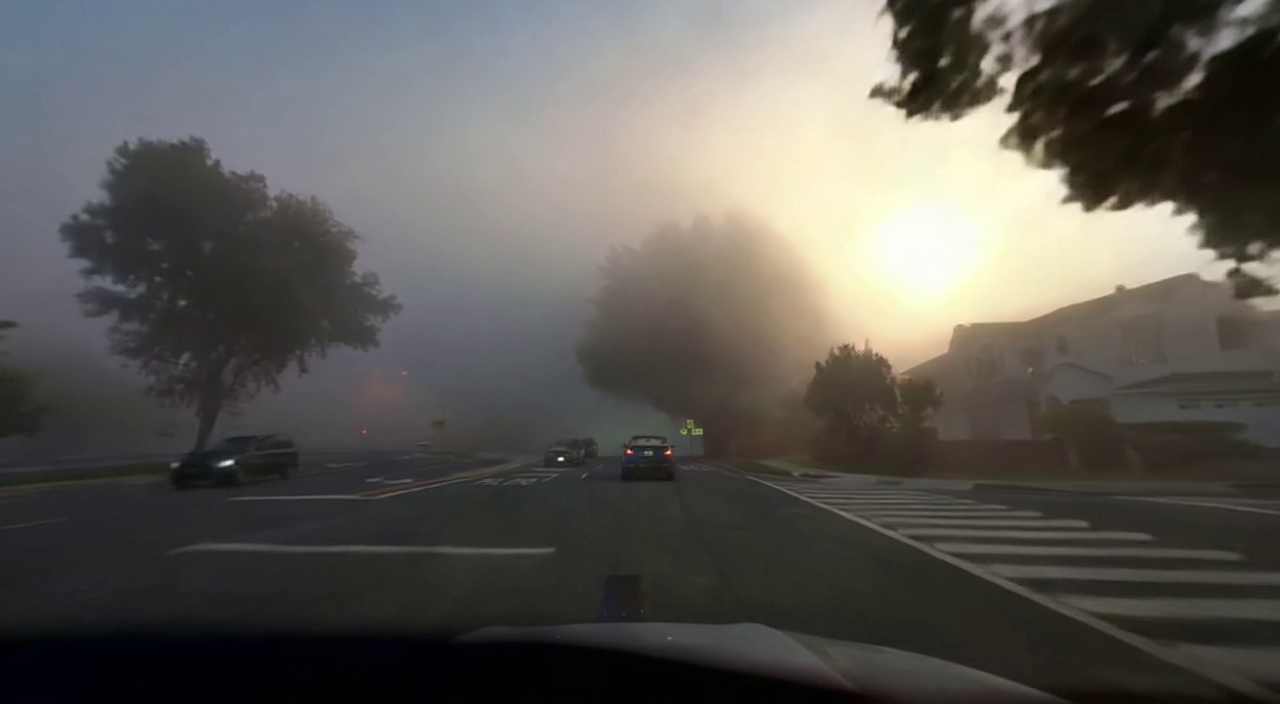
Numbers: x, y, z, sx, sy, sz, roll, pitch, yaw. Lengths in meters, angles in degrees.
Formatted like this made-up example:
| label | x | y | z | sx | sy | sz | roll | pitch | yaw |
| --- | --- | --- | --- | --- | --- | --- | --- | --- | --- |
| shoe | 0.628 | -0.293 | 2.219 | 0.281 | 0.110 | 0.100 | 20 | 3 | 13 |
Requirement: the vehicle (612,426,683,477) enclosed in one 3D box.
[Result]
| label | x | y | z | sx | sy | sz | roll | pitch | yaw |
| --- | --- | --- | --- | --- | --- | --- | --- | --- | --- |
| vehicle | 0.249 | 3.526 | 22.566 | 2.290 | 1.653 | 4.127 | 0 | -8 | 0 |

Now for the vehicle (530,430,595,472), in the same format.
| label | x | y | z | sx | sy | sz | roll | pitch | yaw |
| --- | --- | --- | --- | --- | --- | --- | --- | --- | --- |
| vehicle | -3.336 | 4.321 | 27.936 | 2.067 | 1.546 | 4.988 | 2 | -6 | 2 |

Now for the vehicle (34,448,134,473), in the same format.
| label | x | y | z | sx | sy | sz | roll | pitch | yaw |
| --- | --- | --- | --- | --- | --- | --- | --- | --- | --- |
| vehicle | -39.023 | 7.615 | 44.227 | 4.724 | 1.597 | 2.191 | 4 | -8 | -26 |

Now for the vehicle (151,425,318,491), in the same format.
| label | x | y | z | sx | sy | sz | roll | pitch | yaw |
| --- | --- | --- | --- | --- | --- | --- | --- | --- | --- |
| vehicle | -11.528 | 3.011 | 18.299 | 2.103 | 1.679 | 4.199 | 0 | -7 | -1 |
